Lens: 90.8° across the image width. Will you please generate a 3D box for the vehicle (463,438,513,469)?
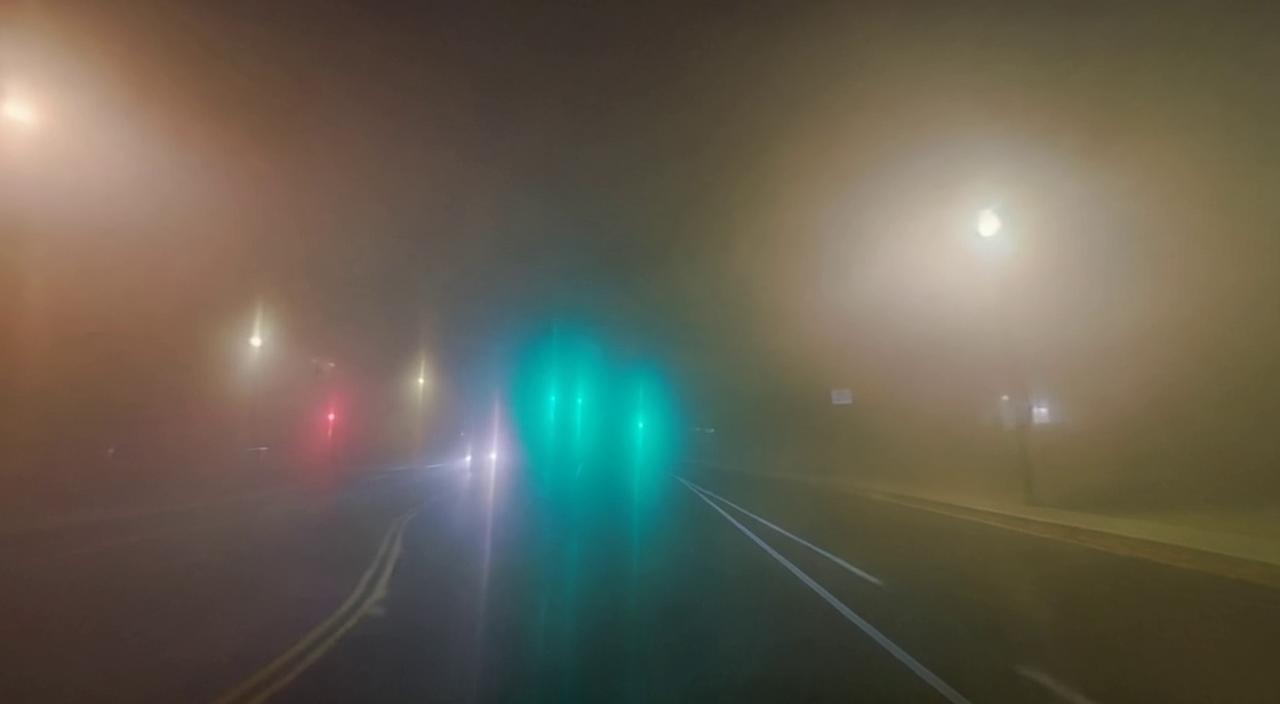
[{"bbox_3d":[-9.295,6.224,38.922,2.175,1.796,4.605,0,-8,-3],"label":"vehicle"}]
